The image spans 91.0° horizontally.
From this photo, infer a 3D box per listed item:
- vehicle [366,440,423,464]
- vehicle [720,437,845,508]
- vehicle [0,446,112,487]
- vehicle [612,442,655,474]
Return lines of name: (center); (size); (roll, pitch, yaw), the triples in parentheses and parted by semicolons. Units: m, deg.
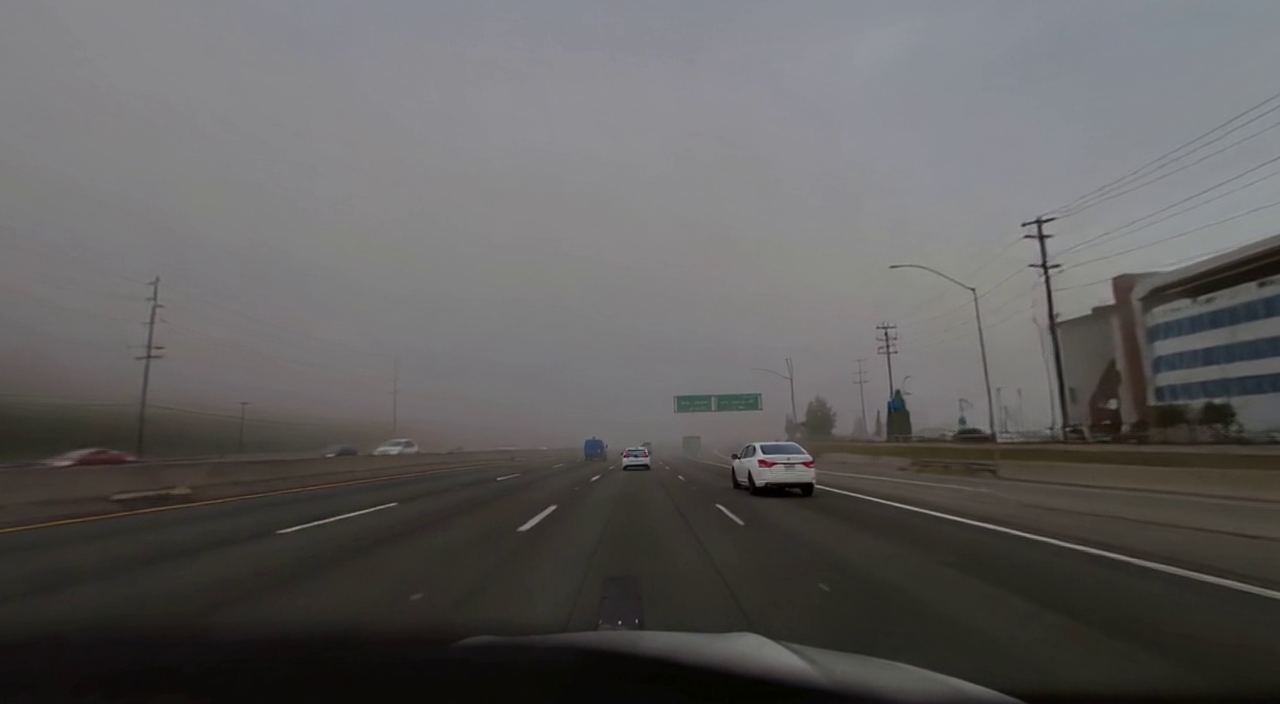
vehicle: (-16.877, 6.888, 43.528); (1.995, 1.569, 4.734); (0, -8, 0)
vehicle: (3.399, 2.957, 16.017); (1.995, 1.533, 4.463); (0, -8, -2)
vehicle: (-27.621, 5.218, 29.180); (2.085, 1.710, 4.800); (0, -8, 0)
vehicle: (-0.337, 5.333, 31.890); (2.019, 1.472, 3.971); (0, -8, -1)
